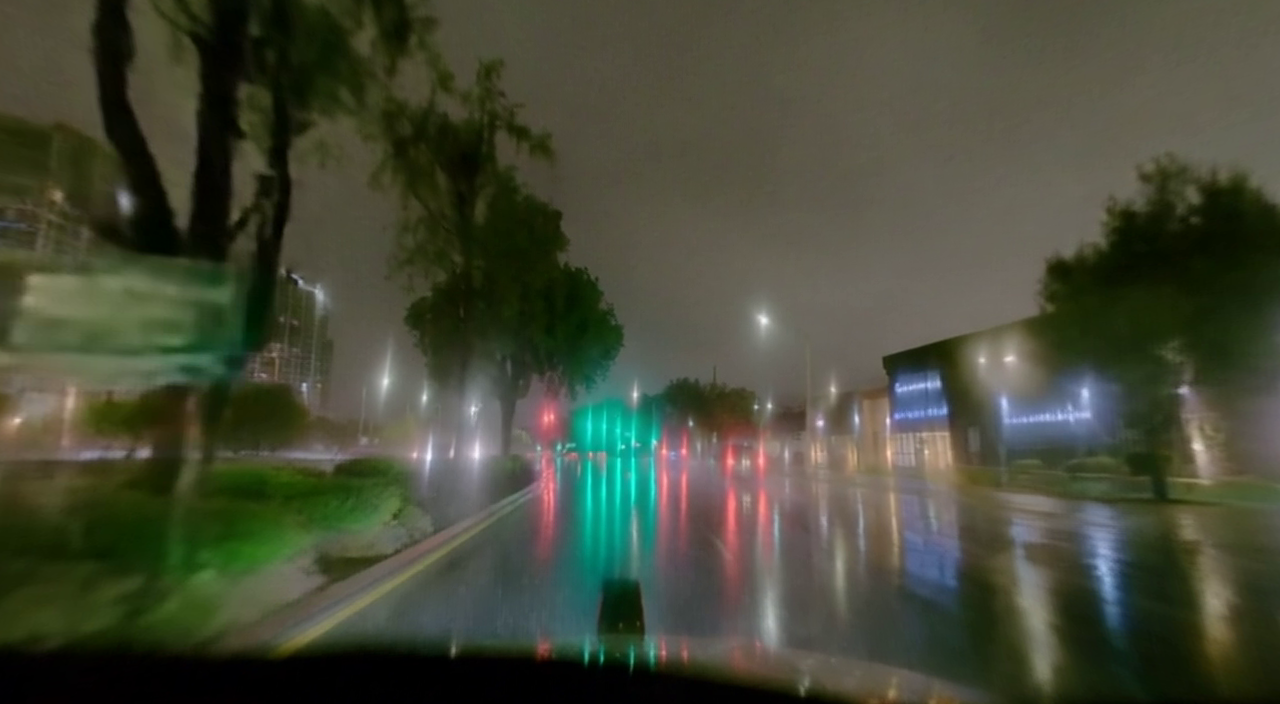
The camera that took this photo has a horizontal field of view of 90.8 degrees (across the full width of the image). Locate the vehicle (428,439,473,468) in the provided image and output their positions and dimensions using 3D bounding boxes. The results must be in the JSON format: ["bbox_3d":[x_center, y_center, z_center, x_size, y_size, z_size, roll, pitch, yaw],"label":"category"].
[{"bbox_3d":[-13.034,7.024,43.734,2.166,1.867,4.459,1,-9,-6],"label":"vehicle"}]

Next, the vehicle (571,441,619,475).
[{"bbox_3d":[-2.139,4.977,29.831,2.101,1.444,4.248,1,-9,-4],"label":"vehicle"}]

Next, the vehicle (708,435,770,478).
[{"bbox_3d":[5.027,5.373,32.711,2.052,1.990,4.736,1,-9,-5],"label":"vehicle"}]

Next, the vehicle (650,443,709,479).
[{"bbox_3d":[1.662,4.809,28.168,1.993,1.477,4.240,1,-9,-5],"label":"vehicle"}]
